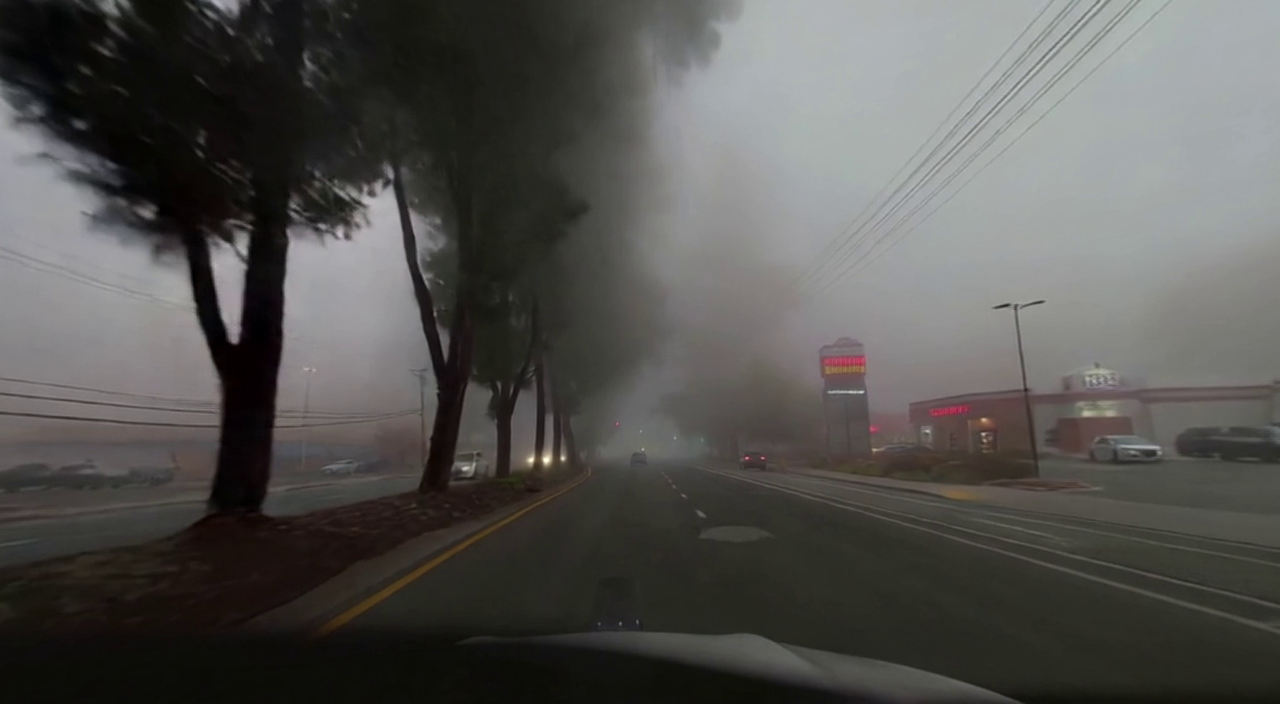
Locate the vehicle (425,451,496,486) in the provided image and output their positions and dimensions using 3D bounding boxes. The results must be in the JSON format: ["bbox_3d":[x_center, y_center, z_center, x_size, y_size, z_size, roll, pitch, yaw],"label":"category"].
[{"bbox_3d":[-8.702,5.662,31.139,2.043,1.536,4.682,0,-9,1],"label":"vehicle"}]

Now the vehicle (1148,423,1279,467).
[{"bbox_3d":[25.602,4.156,28.230,2.012,1.772,4.458,0,-8,0],"label":"vehicle"}]

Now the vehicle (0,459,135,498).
[{"bbox_3d":[-28.904,6.235,31.368,5.699,1.782,2.271,0,-9,2],"label":"vehicle"}]

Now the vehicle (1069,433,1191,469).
[{"bbox_3d":[23.144,4.700,30.122,2.113,1.582,4.559,0,-9,0],"label":"vehicle"}]
